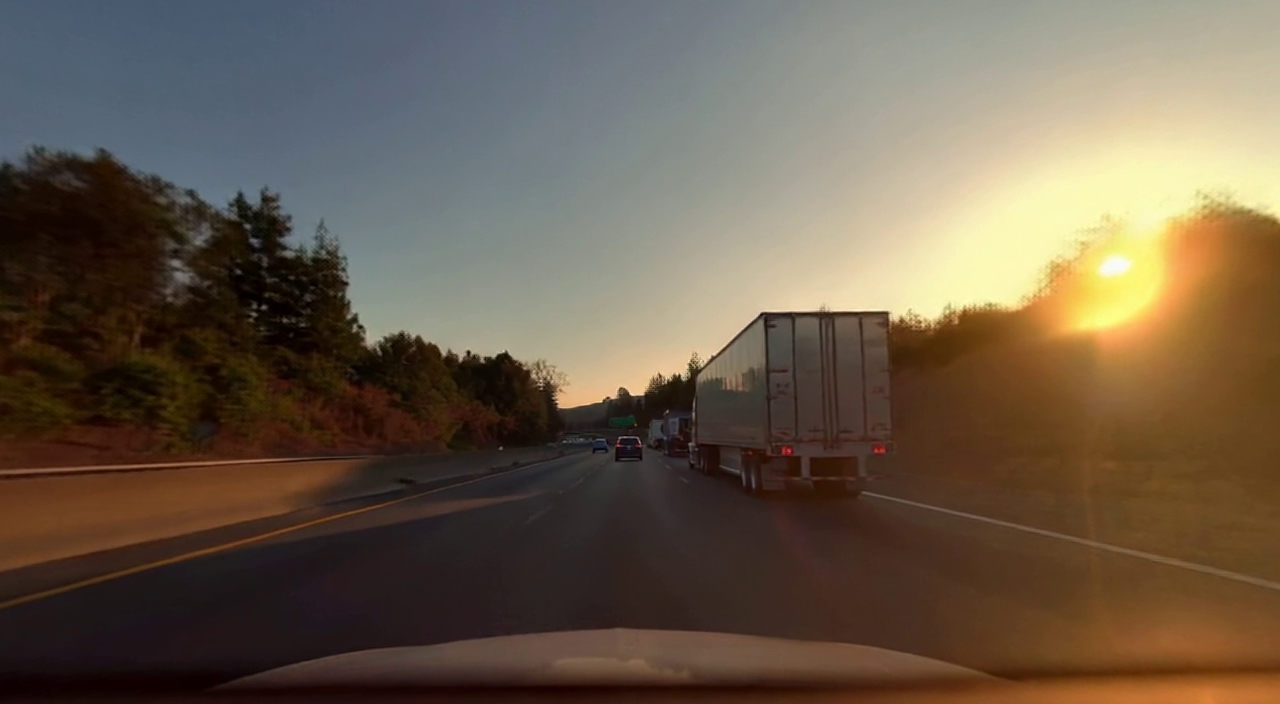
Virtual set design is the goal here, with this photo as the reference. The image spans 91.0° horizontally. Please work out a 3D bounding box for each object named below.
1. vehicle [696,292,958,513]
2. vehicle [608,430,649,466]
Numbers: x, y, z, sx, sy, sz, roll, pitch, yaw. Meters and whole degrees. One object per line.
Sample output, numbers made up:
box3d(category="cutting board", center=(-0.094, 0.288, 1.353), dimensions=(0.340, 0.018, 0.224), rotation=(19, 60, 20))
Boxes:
box3d(category="vehicle", center=(4.084, 1.912, 18.935), dimensions=(3.005, 4.121, 14.417), rotation=(0, -8, -2))
box3d(category="vehicle", center=(-0.675, 5.496, 36.141), dimensions=(2.211, 1.933, 4.315), rotation=(0, -8, -1))
